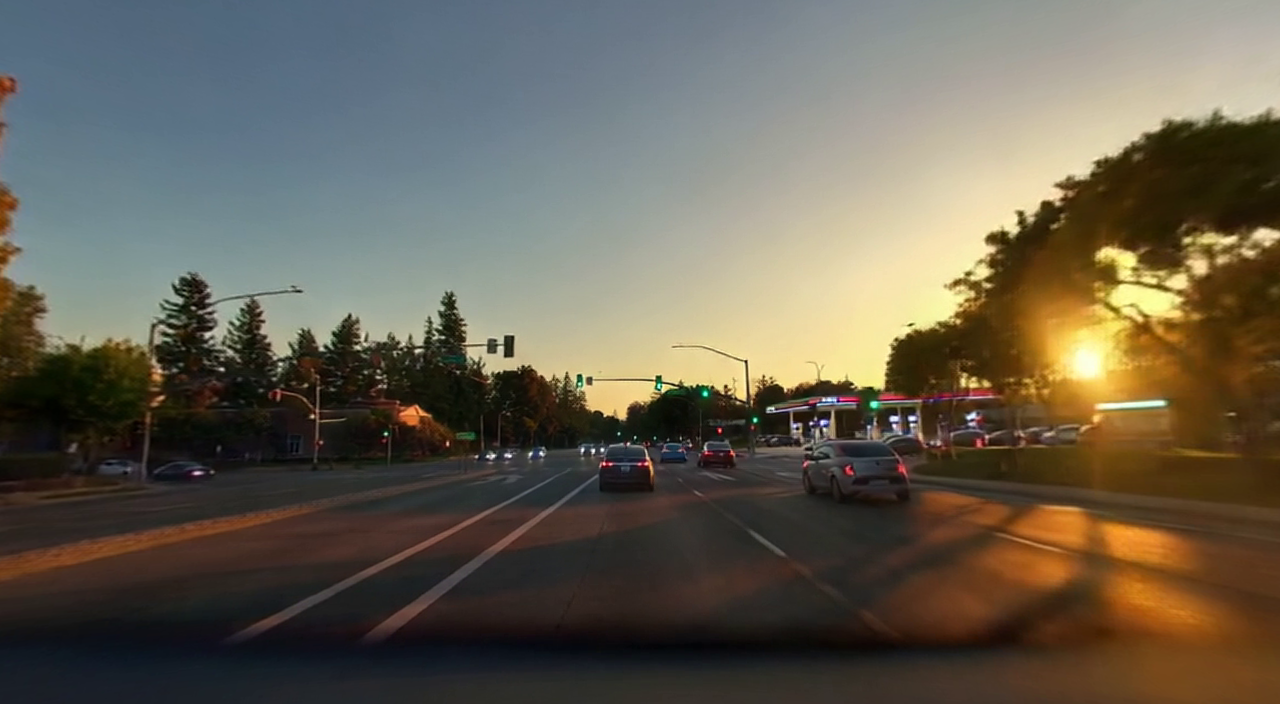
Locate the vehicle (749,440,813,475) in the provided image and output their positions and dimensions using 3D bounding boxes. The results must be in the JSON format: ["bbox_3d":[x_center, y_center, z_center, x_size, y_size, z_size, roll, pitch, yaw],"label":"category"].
[{"bbox_3d":[6.374,4.819,29.056,1.890,1.489,4.396,0,-9,-1],"label":"vehicle"}]

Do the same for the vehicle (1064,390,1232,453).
[{"bbox_3d":[29.013,4.192,36.746,2.940,3.265,7.968,0,-9,-1],"label":"vehicle"}]

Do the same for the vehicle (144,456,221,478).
[{"bbox_3d":[-34.741,8.726,48.014,4.287,1.612,1.993,0,-9,2],"label":"vehicle"}]

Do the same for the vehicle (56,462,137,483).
[{"bbox_3d":[-39.451,8.767,45.938,4.308,1.430,1.824,-1,-9,4],"label":"vehicle"}]

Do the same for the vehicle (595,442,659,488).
[{"bbox_3d":[-0.409,3.918,22.217,2.040,1.451,3.736,0,-9,0],"label":"vehicle"}]
